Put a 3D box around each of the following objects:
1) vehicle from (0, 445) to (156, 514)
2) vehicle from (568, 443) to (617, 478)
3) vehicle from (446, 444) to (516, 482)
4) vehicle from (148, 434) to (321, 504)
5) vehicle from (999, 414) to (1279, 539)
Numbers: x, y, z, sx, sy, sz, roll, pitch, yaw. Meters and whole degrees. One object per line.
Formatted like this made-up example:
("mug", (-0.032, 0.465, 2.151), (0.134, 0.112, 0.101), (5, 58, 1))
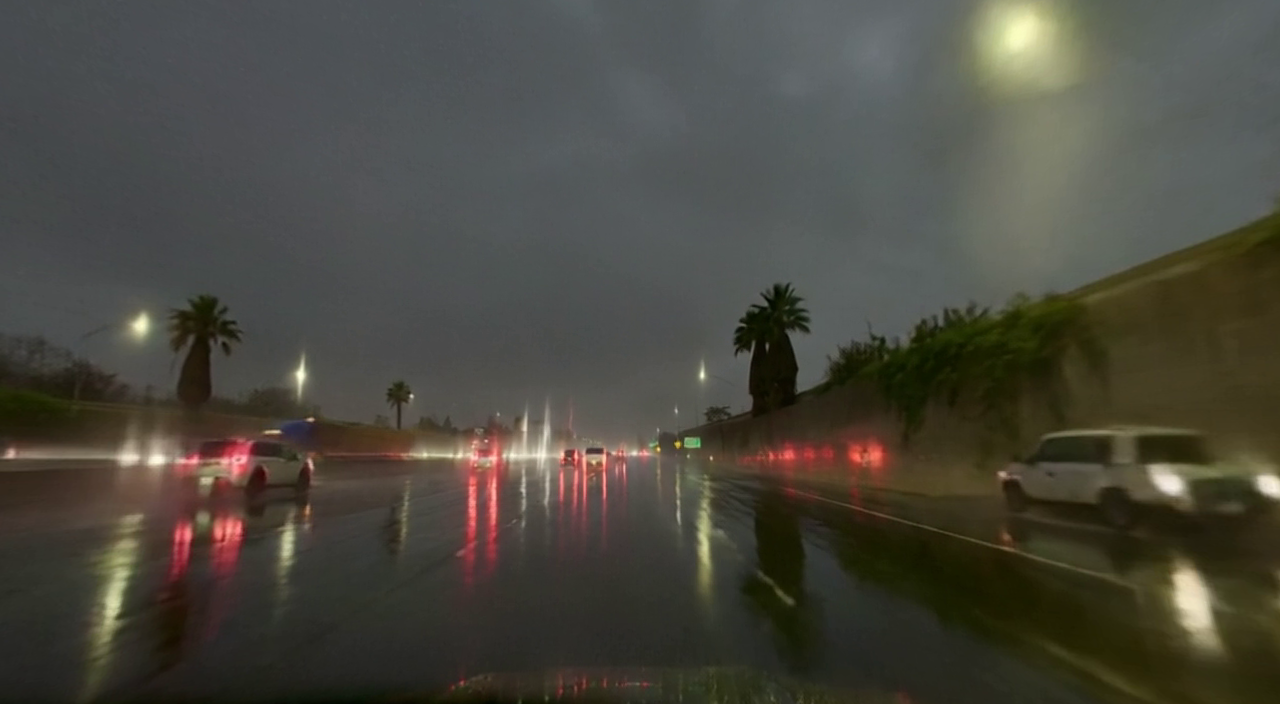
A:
("vehicle", (-16.209, 3.456, 17.661), (1.836, 1.662, 4.317), (0, -9, 1))
("vehicle", (-2.412, 5.619, 32.879), (2.201, 1.672, 4.128), (0, -9, 0))
("vehicle", (-7.671, 5.403, 31.053), (2.204, 1.677, 4.438), (0, -9, 1))
("vehicle", (-12.193, 3.527, 19.543), (1.986, 1.875, 4.902), (0, -9, 1))
("vehicle", (10.378, 2.463, 13.265), (2.302, 2.014, 5.925), (0, -9, 1))
